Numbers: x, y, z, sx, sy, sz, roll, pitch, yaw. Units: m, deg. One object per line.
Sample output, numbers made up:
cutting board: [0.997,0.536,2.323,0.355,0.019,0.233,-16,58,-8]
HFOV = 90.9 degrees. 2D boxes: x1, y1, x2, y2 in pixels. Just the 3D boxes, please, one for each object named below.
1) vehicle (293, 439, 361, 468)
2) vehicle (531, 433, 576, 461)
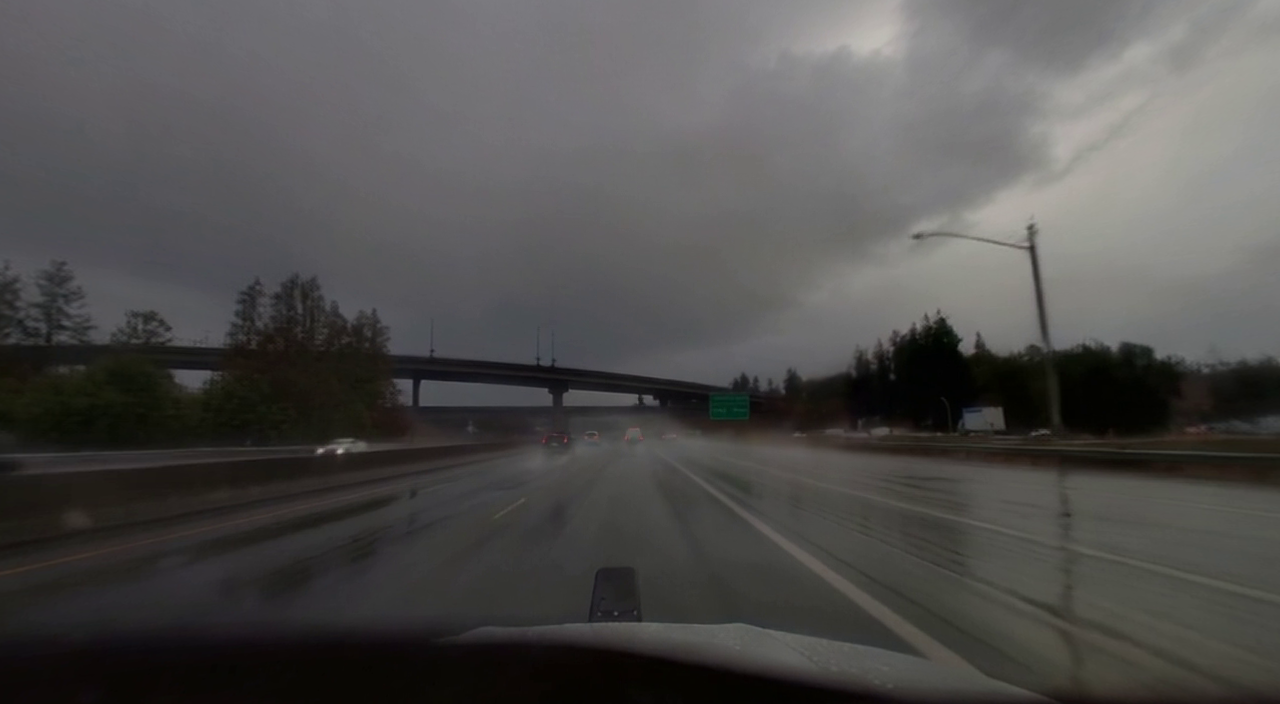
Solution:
vehicle: [-17.682,5.727,35.849,1.741,1.522,4.178,0,-8,0]
vehicle: [-4.808,5.338,35.485,1.933,1.473,4.023,0,-8,0]
